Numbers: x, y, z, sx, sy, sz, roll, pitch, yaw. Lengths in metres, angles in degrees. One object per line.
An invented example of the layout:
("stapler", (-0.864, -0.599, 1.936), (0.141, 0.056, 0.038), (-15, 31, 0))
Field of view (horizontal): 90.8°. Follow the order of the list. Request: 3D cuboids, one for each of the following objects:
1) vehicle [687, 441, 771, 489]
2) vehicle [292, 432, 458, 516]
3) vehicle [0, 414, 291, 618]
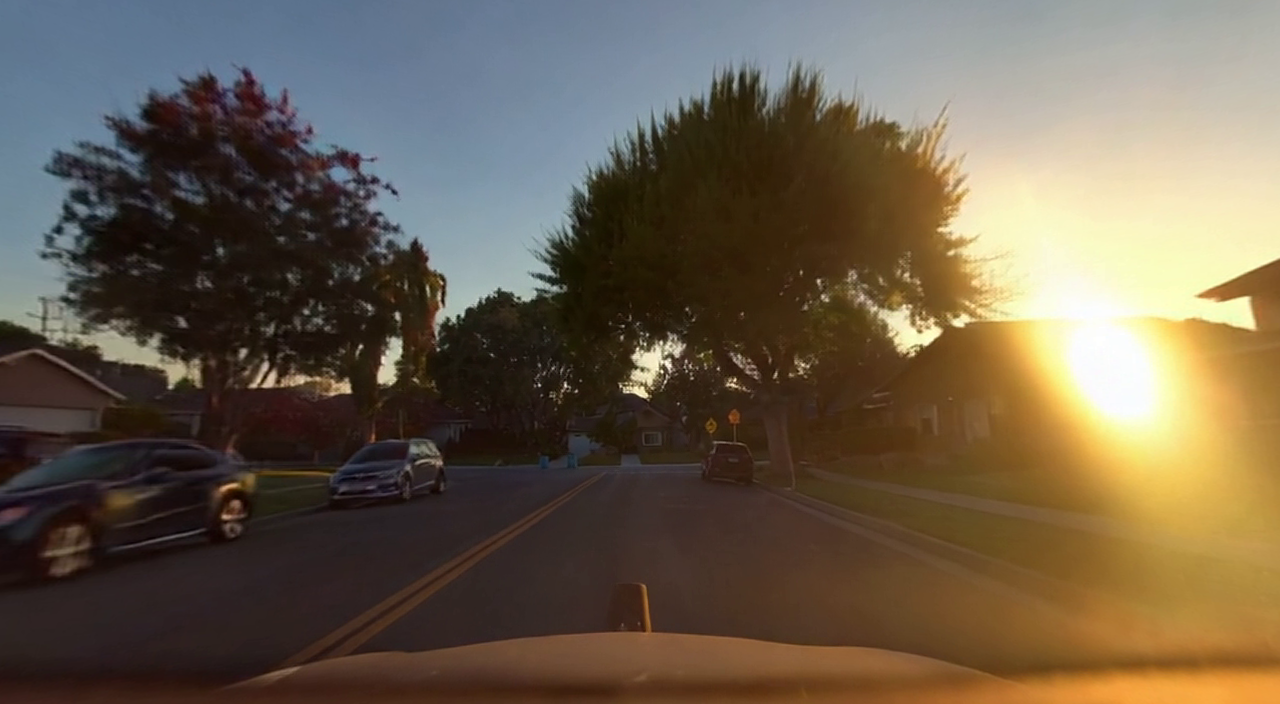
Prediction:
("vehicle", (2.971, 3.896, 22.116), (2.167, 1.479, 4.597), (0, -9, -1))
("vehicle", (-6.935, 3.227, 17.447), (2.225, 1.817, 5.731), (-2, -8, -1))
("vehicle", (-6.796, 1.801, 7.967), (2.208, 1.797, 4.559), (0, -9, -1))
